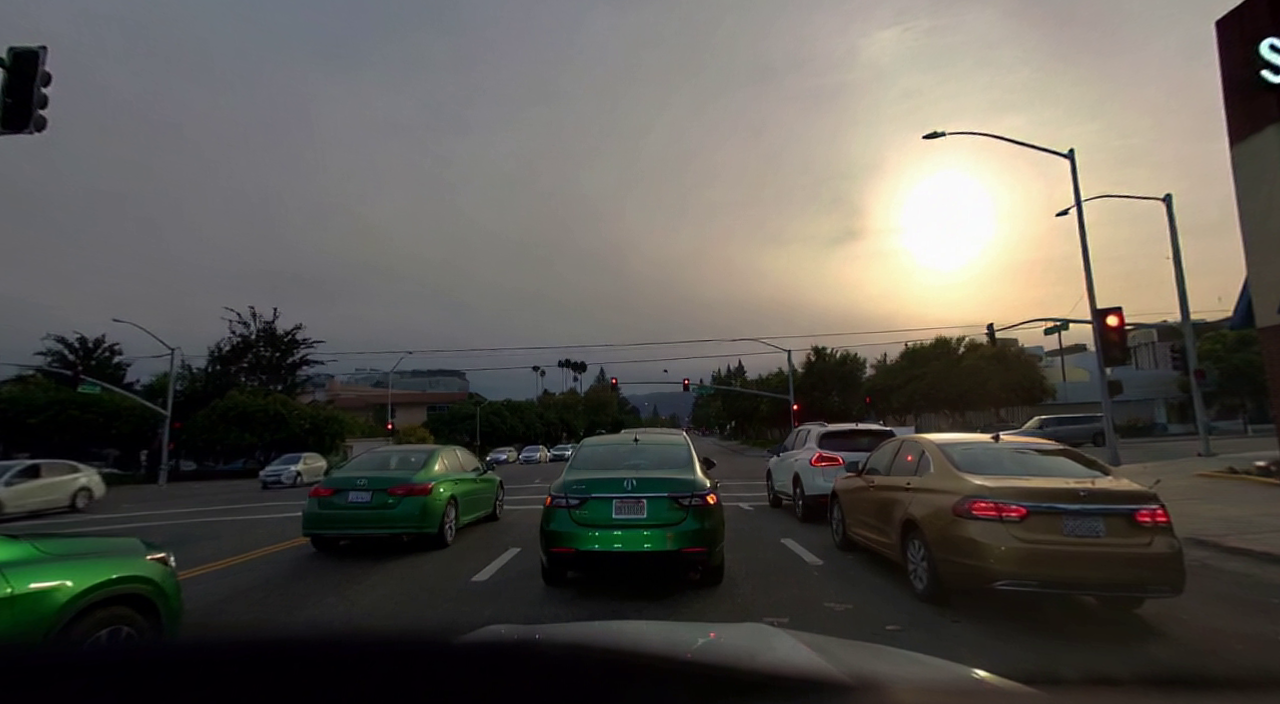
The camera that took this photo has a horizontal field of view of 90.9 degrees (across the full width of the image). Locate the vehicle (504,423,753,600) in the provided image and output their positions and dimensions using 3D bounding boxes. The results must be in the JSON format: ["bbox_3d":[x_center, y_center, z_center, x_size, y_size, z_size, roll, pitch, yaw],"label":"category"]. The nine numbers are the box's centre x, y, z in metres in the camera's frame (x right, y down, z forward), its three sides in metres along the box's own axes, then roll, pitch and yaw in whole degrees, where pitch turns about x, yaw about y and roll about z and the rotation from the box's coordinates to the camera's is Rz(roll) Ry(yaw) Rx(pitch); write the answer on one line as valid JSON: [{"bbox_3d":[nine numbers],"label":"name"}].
[{"bbox_3d":[-0.122,1.682,7.556,2.140,1.499,4.119,0,-8,-1],"label":"vehicle"}]

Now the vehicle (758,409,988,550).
[{"bbox_3d":[3.310,1.898,10.019,1.992,1.744,4.183,0,-8,0],"label":"vehicle"}]

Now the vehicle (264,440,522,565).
[{"bbox_3d":[-3.302,2.080,9.577,1.995,1.436,4.373,-1,-8,2],"label":"vehicle"}]

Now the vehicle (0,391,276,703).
[{"bbox_3d":[-3.477,0.861,1.906,2.016,1.547,4.414,0,-8,1],"label":"vehicle"}]

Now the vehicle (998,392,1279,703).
[{"bbox_3d":[3.936,0.977,3.137,1.800,1.519,4.198,0,-8,0],"label":"vehicle"}]
